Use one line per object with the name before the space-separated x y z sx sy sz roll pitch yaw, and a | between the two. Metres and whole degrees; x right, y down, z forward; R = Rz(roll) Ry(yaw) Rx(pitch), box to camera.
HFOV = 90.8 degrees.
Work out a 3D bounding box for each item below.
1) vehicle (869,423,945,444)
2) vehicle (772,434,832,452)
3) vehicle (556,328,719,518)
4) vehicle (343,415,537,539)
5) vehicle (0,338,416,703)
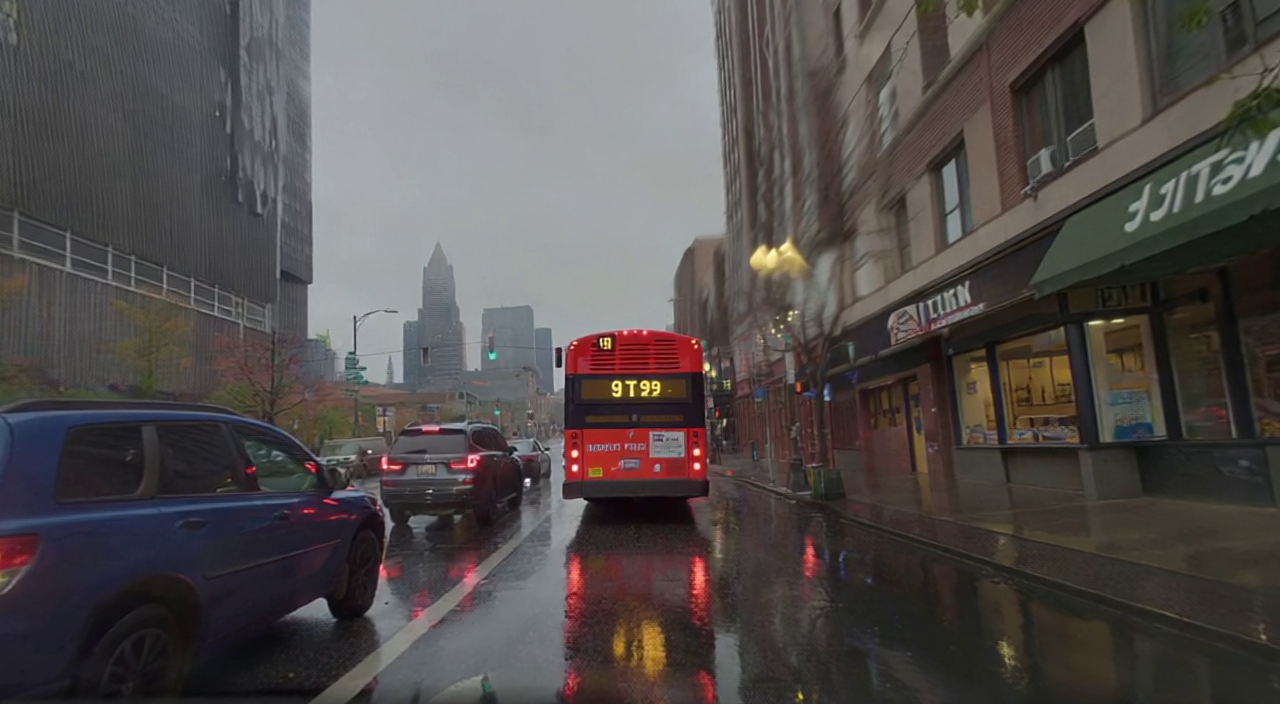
vehicle | 19.910 6.106 47.202 4.827 1.555 1.863 1 -9 -6
vehicle | 11.924 6.737 46.649 3.949 1.337 1.738 0 -9 -2
vehicle | -0.303 2.003 16.544 2.938 3.468 9.972 0 -8 -3
vehicle | -3.351 2.200 11.775 2.096 1.828 4.669 0 -8 0
vehicle | -3.217 1.093 3.965 2.020 1.725 4.384 0 -8 0
